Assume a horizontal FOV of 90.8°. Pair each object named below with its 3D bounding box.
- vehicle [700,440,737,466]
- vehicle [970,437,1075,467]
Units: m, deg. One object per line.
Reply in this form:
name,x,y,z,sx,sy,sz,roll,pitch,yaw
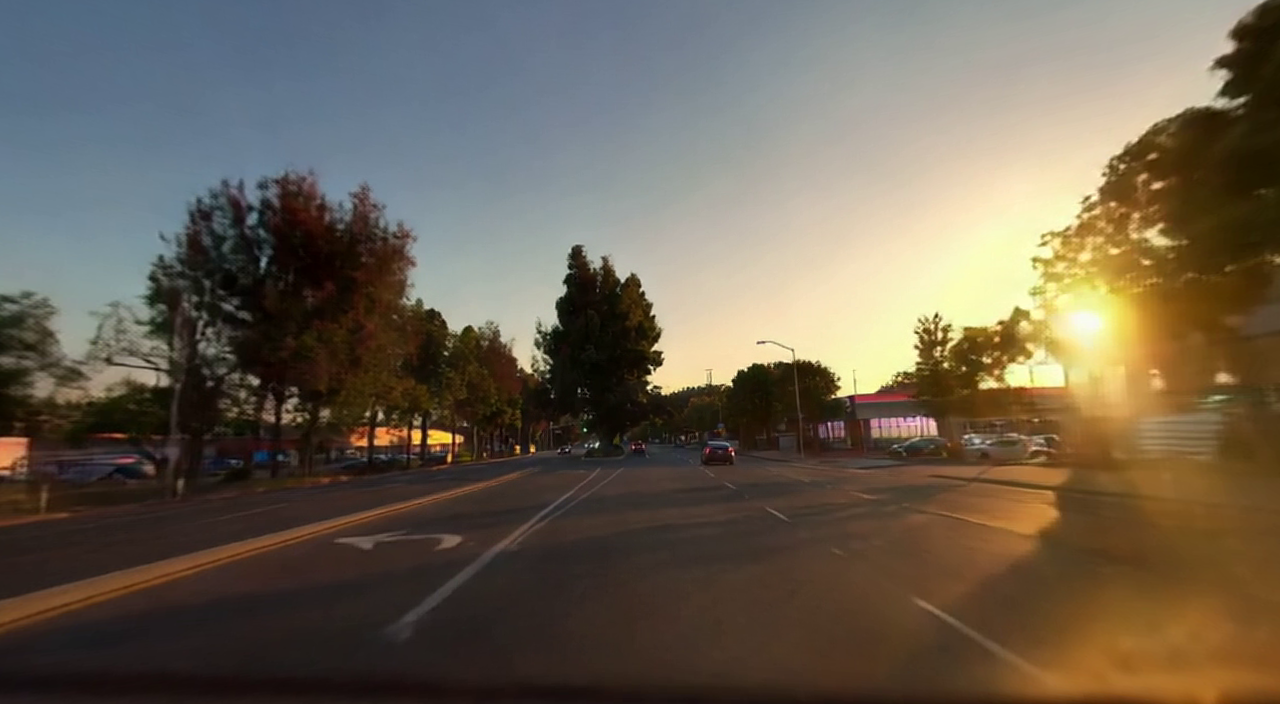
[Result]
vehicle,5.243,6.785,42.645,1.957,1.643,4.226,0,-9,0
vehicle,23.166,6.095,38.486,2.086,1.730,4.913,6,-11,-34
